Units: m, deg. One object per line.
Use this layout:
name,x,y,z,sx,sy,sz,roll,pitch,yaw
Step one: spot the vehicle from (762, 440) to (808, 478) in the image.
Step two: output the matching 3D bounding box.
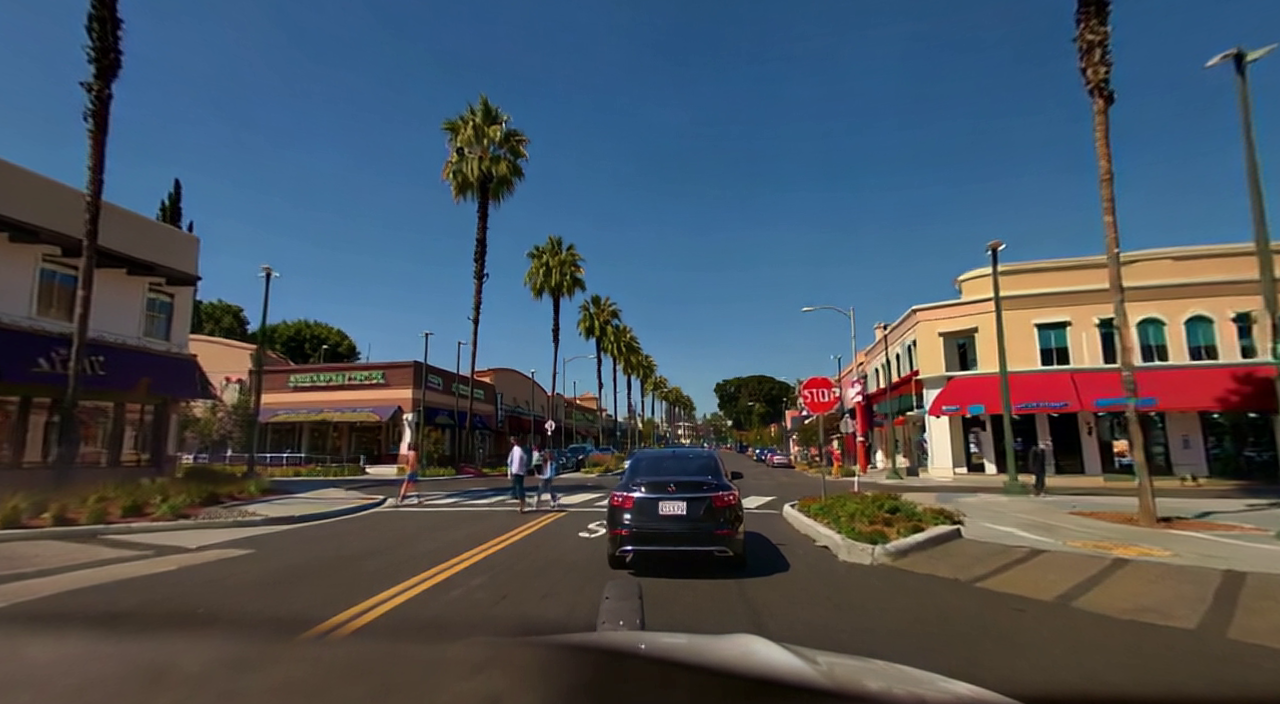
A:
vehicle,9.391,6.899,40.956,2.467,2.369,1.577,6,-10,-35

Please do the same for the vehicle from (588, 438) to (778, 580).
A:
vehicle,0.629,1.984,8.827,2.031,1.479,3.969,-1,-9,5

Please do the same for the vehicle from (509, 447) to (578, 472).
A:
vehicle,-6.913,7.726,45.639,4.529,1.682,1.895,6,-11,-36
